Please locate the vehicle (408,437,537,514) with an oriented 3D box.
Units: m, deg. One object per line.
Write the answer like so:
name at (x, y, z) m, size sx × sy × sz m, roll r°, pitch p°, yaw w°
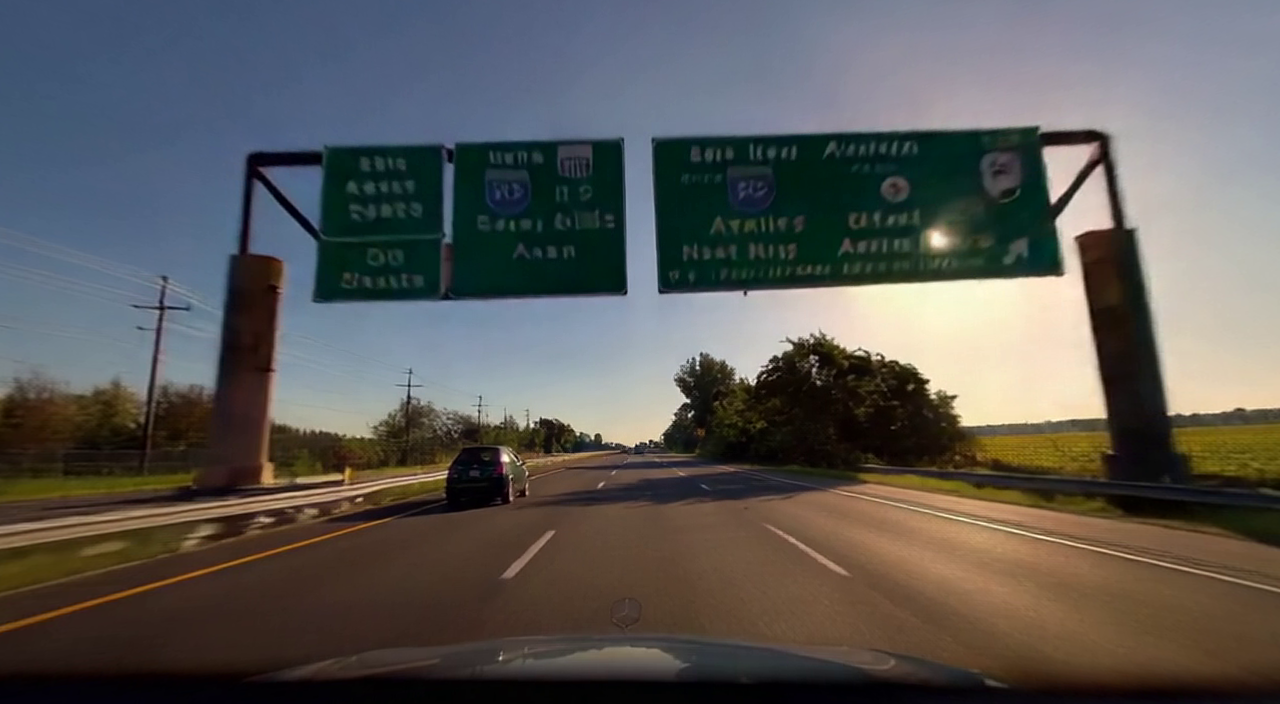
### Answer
vehicle at (-3.659, 2.764, 14.549) m, size 1.815 × 1.500 × 4.036 m, roll 0°, pitch -9°, yaw 0°
